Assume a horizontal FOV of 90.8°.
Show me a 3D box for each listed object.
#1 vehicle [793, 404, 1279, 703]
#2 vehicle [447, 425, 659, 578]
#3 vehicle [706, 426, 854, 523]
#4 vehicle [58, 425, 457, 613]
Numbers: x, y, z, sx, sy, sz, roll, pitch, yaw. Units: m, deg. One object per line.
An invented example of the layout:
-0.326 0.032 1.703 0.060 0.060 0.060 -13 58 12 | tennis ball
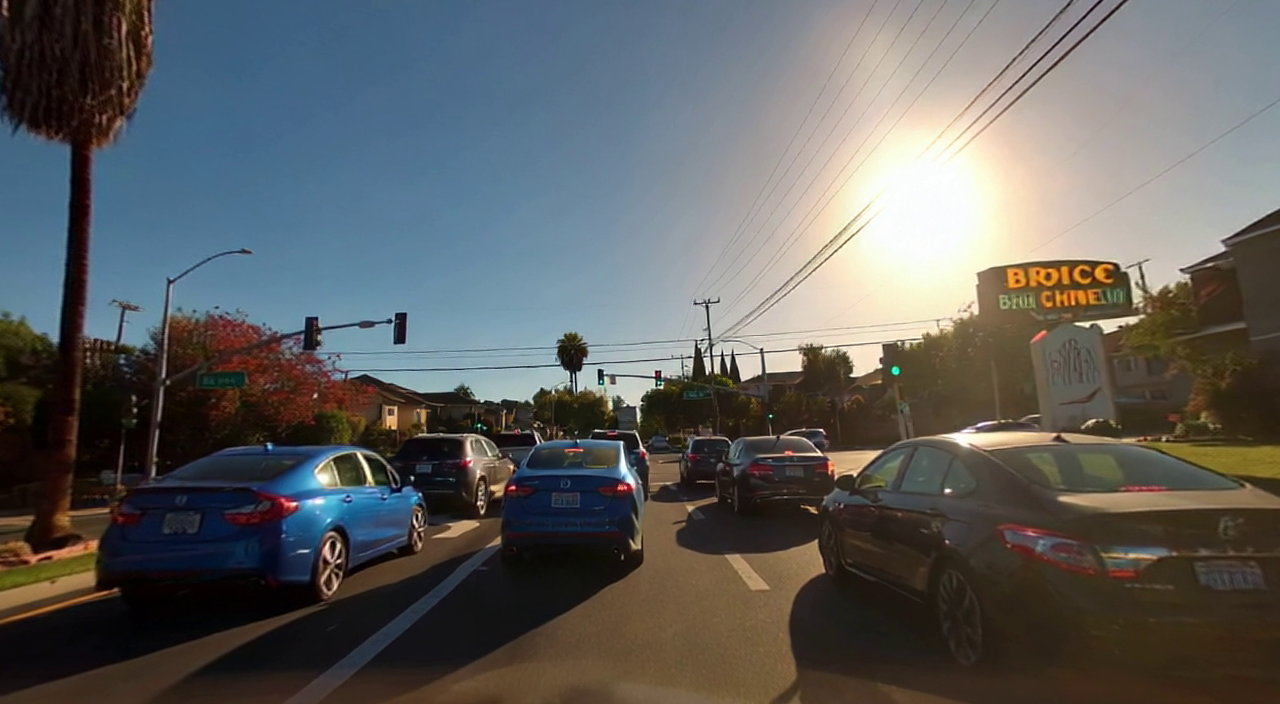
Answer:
2.766 1.274 4.838 2.014 1.464 4.312 0 -9 -1 | vehicle
-0.944 1.782 8.292 2.104 1.500 3.815 0 -9 -3 | vehicle
2.589 2.384 12.826 1.956 1.615 4.205 0 -9 -1 | vehicle
-3.712 1.668 7.372 2.058 1.474 4.473 0 -9 -3 | vehicle
